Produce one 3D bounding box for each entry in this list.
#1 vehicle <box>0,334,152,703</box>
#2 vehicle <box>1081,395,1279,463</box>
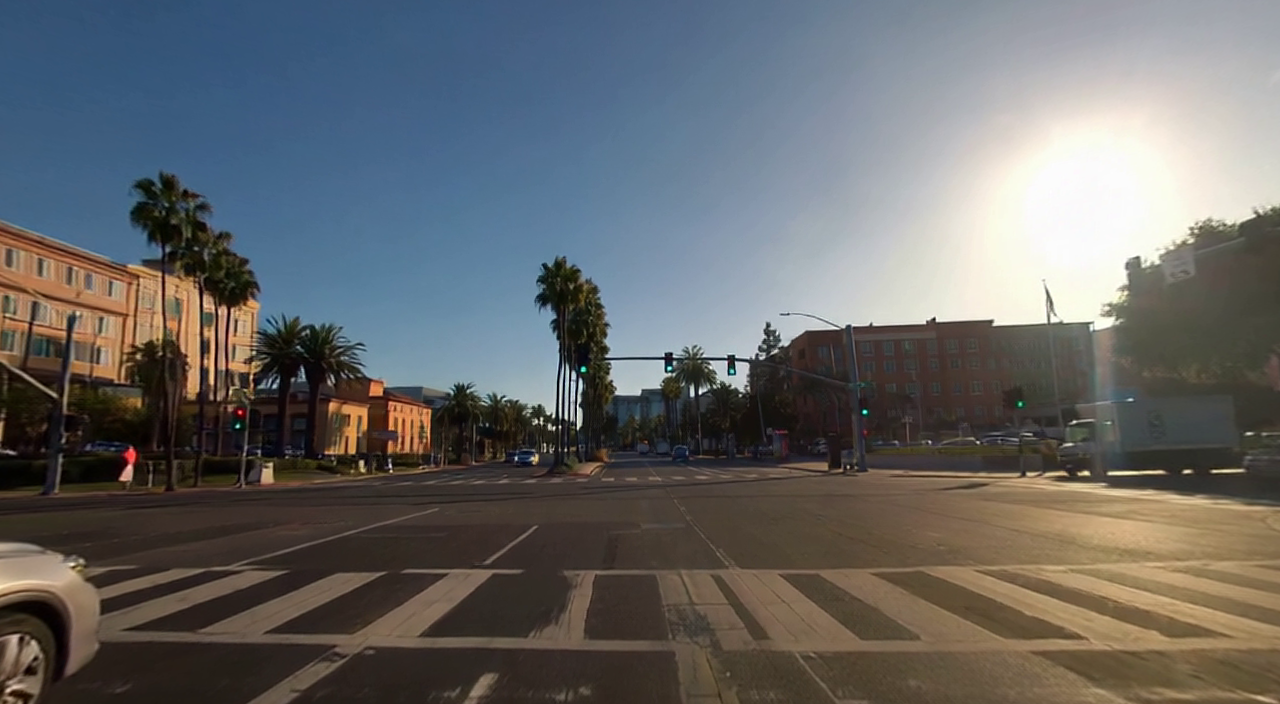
[{"bbox_3d":[-3.364,0.535,0.615,2.026,1.723,4.832,0,-9,-2],"label":"vehicle"},{"bbox_3d":[32.583,4.852,39.008,2.863,3.609,10.252,0,-8,-3],"label":"vehicle"}]
